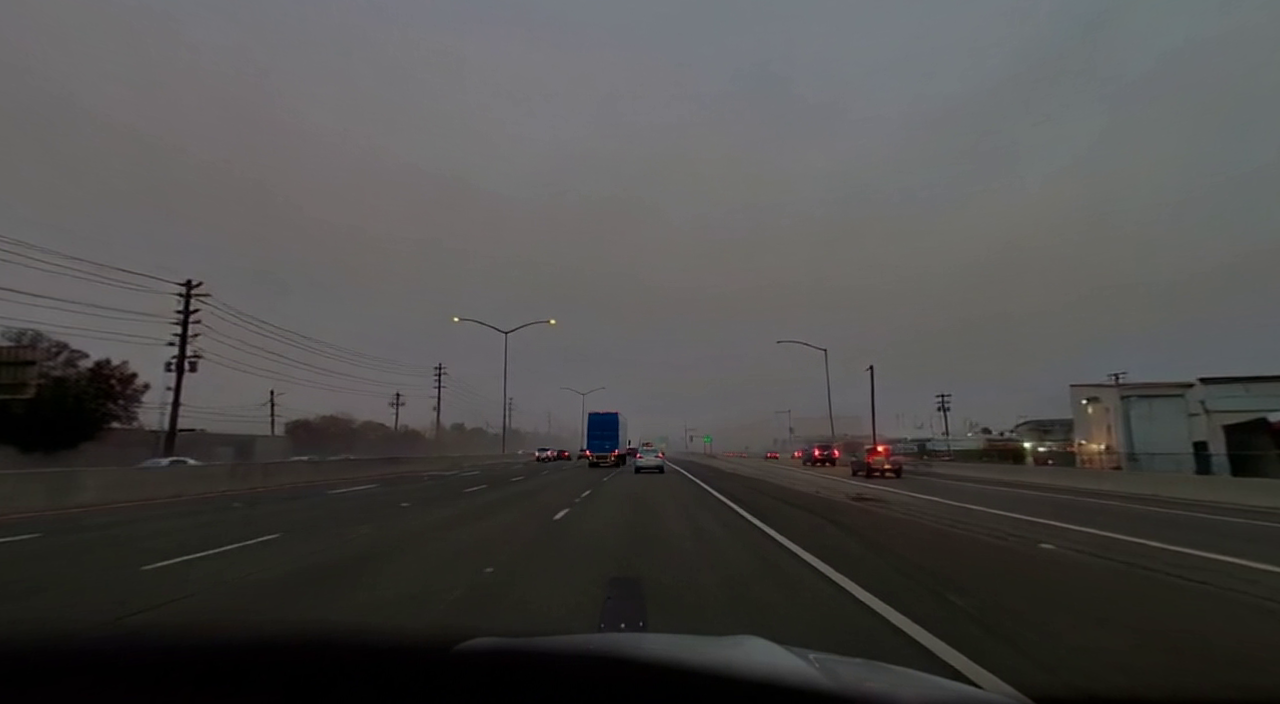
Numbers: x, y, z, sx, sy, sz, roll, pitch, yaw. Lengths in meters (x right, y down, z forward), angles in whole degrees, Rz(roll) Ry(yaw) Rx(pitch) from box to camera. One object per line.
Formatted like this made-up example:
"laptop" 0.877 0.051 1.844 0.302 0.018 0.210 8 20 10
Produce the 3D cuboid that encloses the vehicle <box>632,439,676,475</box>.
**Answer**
"vehicle" 0.742 5.771 34.965 2.279 1.837 4.747 0 -8 0

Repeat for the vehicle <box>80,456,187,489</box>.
"vehicle" -26.721 6.364 33.521 1.867 1.537 4.532 0 -8 0
